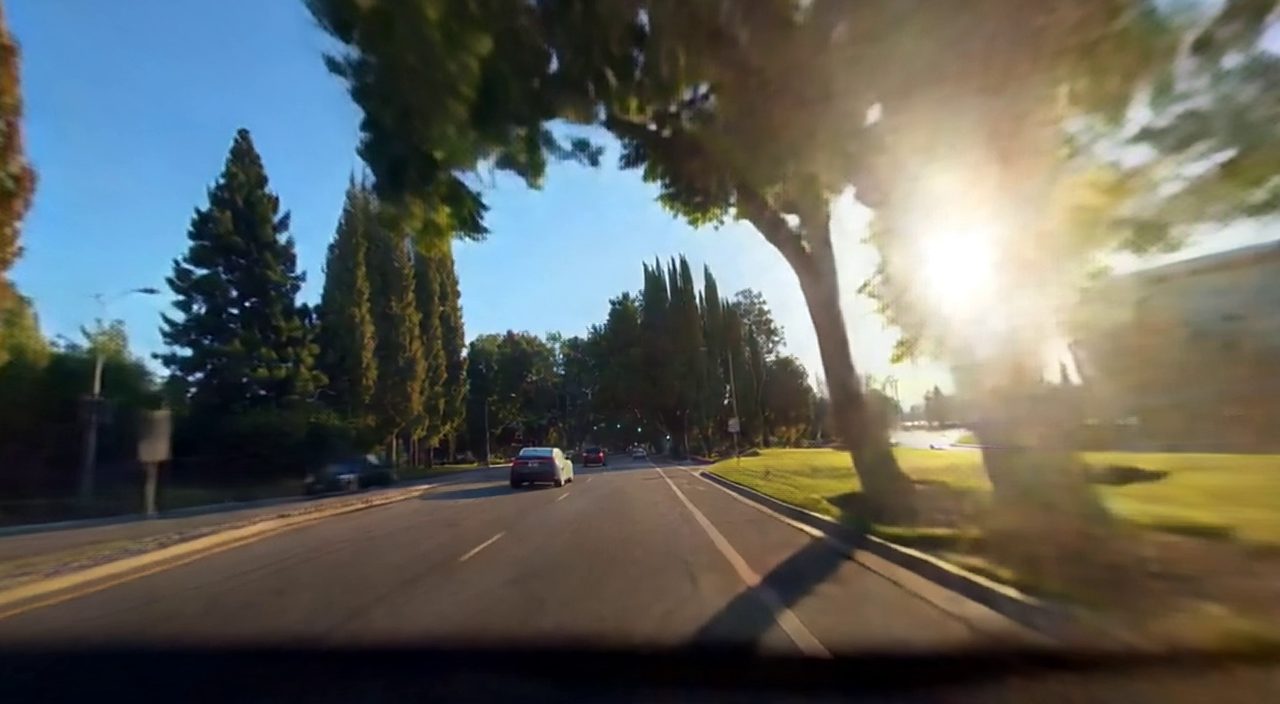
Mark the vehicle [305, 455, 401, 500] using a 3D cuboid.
[{"bbox_3d":[-11.899,5.192,26.546,1.988,1.660,4.317,0,-9,0],"label":"vehicle"}]

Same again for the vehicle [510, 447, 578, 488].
[{"bbox_3d":[-3.622,4.408,24.527,1.932,1.431,4.144,0,-9,1],"label":"vehicle"}]
